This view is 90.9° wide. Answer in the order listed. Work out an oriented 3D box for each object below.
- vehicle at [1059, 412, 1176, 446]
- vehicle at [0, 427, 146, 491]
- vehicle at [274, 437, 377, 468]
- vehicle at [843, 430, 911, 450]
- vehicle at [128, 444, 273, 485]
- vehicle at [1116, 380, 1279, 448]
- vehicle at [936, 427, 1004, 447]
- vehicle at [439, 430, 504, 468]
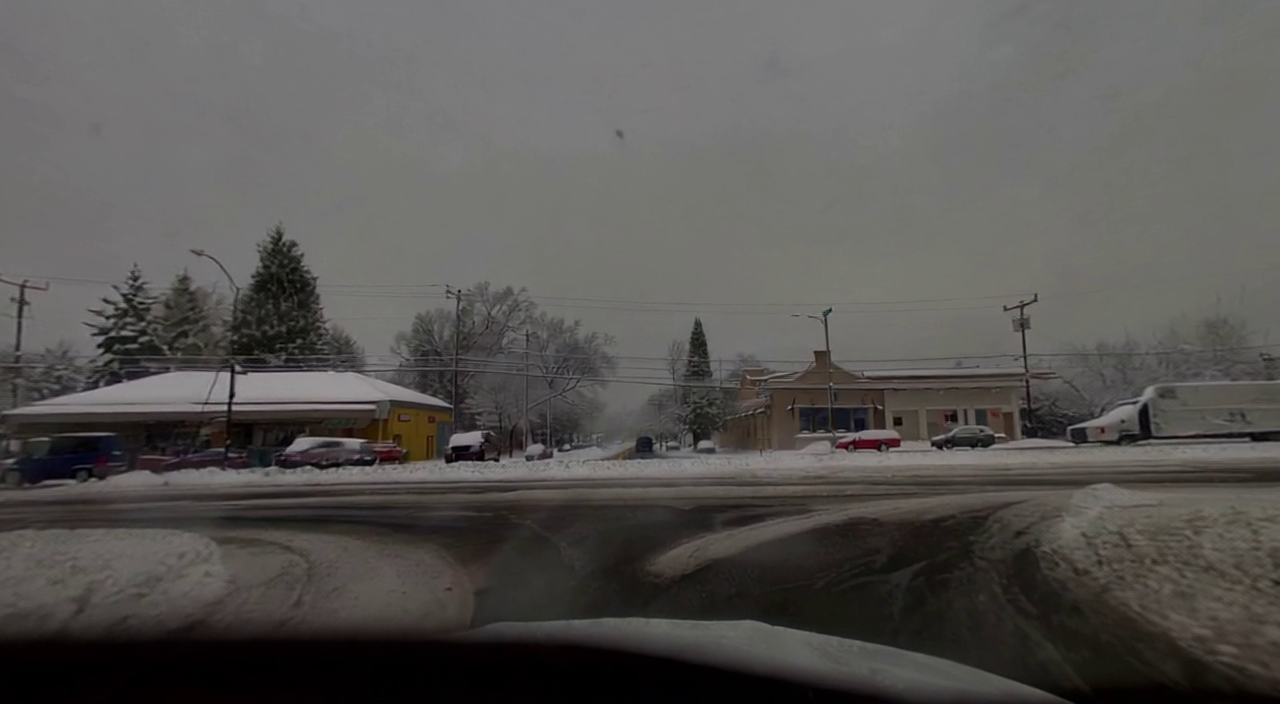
[{"bbox_3d":[29.454,4.774,39.017,5.277,2.032,2.408,0,-7,-2],"label":"vehicle"},{"bbox_3d":[-21.446,4.045,23.919,3.506,2.261,2.158,-1,-9,5],"label":"vehicle"},{"bbox_3d":[-17.237,5.536,34.786,2.010,1.583,4.582,-6,-11,34],"label":"vehicle"},{"bbox_3d":[18.550,6.903,49.491,4.528,1.458,1.939,1,-7,-4],"label":"vehicle"},{"bbox_3d":[-16.282,4.170,23.461,4.233,1.432,1.755,-1,-9,6],"label":"vehicle"},{"bbox_3d":[33.607,3.548,35.906,10.986,3.604,2.707,0,-8,-5],"label":"vehicle"},{"bbox_3d":[26.083,6.741,49.855,4.323,1.507,1.896,0,-9,-3],"label":"vehicle"},{"bbox_3d":[-8.213,4.825,31.244,2.156,1.620,4.945,3,-9,-4],"label":"vehicle"}]
